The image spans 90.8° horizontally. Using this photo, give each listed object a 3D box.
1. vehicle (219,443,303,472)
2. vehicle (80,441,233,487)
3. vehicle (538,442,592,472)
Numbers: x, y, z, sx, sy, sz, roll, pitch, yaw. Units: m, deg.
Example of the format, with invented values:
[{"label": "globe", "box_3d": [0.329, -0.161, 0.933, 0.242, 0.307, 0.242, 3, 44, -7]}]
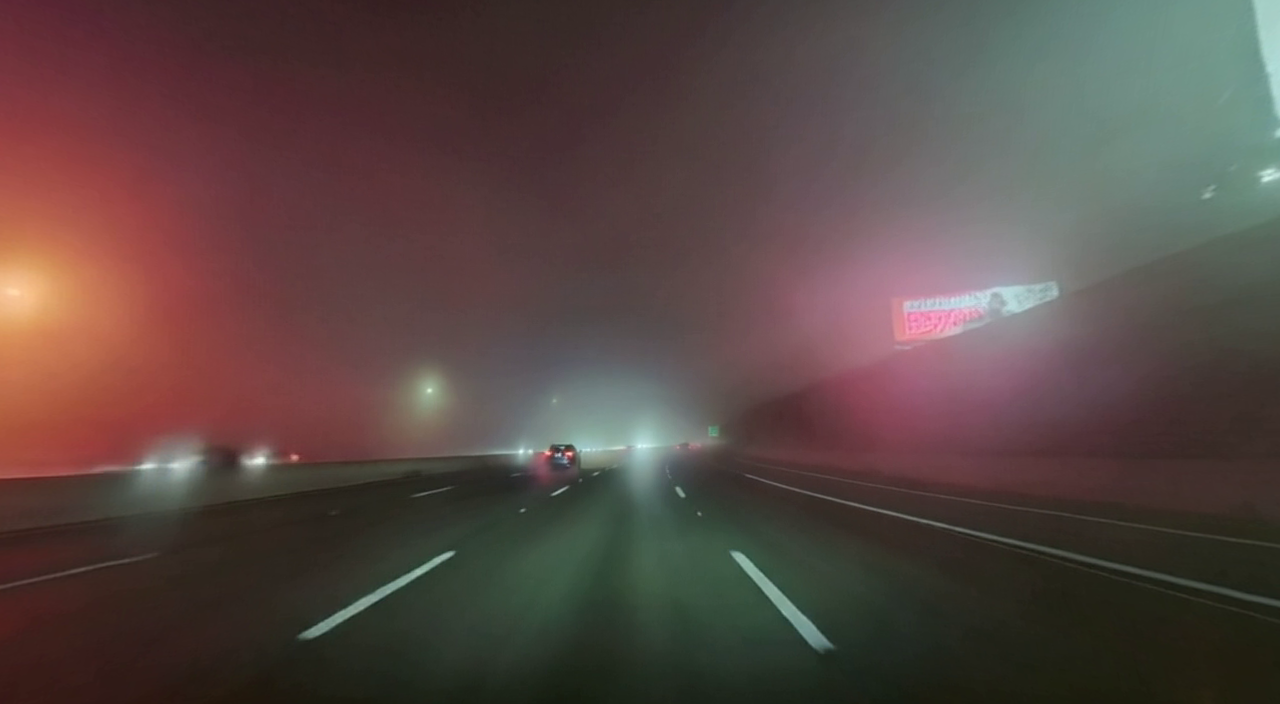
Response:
[{"label": "vehicle", "box_3d": [-22.388, 6.233, 37.530, 2.139, 1.566, 4.463, 0, -9, 2]}, {"label": "vehicle", "box_3d": [-18.412, 4.260, 24.421, 2.074, 1.600, 4.758, 0, -8, 1]}, {"label": "vehicle", "box_3d": [-3.814, 5.477, 33.105, 2.078, 1.457, 4.648, 0, -8, 3]}]
